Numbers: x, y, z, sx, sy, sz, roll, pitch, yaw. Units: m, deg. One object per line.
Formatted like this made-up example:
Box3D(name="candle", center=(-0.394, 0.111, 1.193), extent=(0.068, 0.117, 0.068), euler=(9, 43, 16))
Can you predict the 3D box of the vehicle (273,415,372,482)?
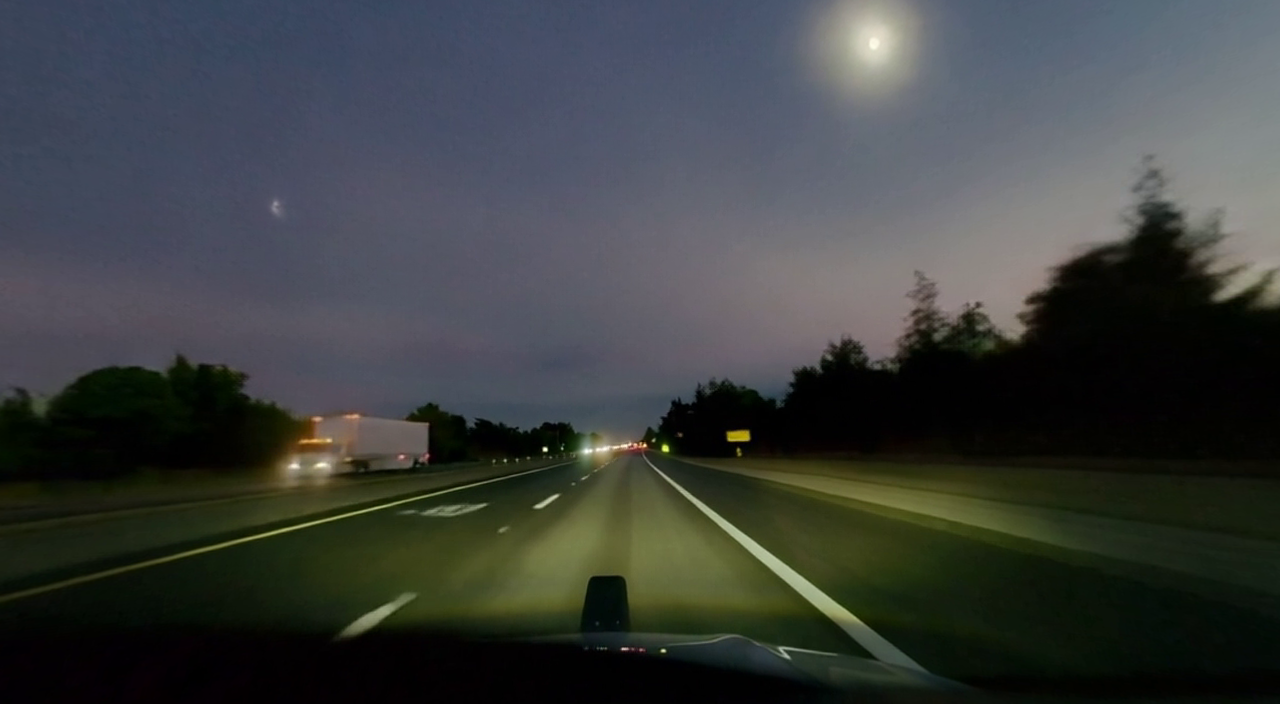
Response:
Box3D(name="vehicle", center=(-19.867, 6.114, 39.739), extent=(2.999, 3.854, 6.122), euler=(0, -9, -1))
